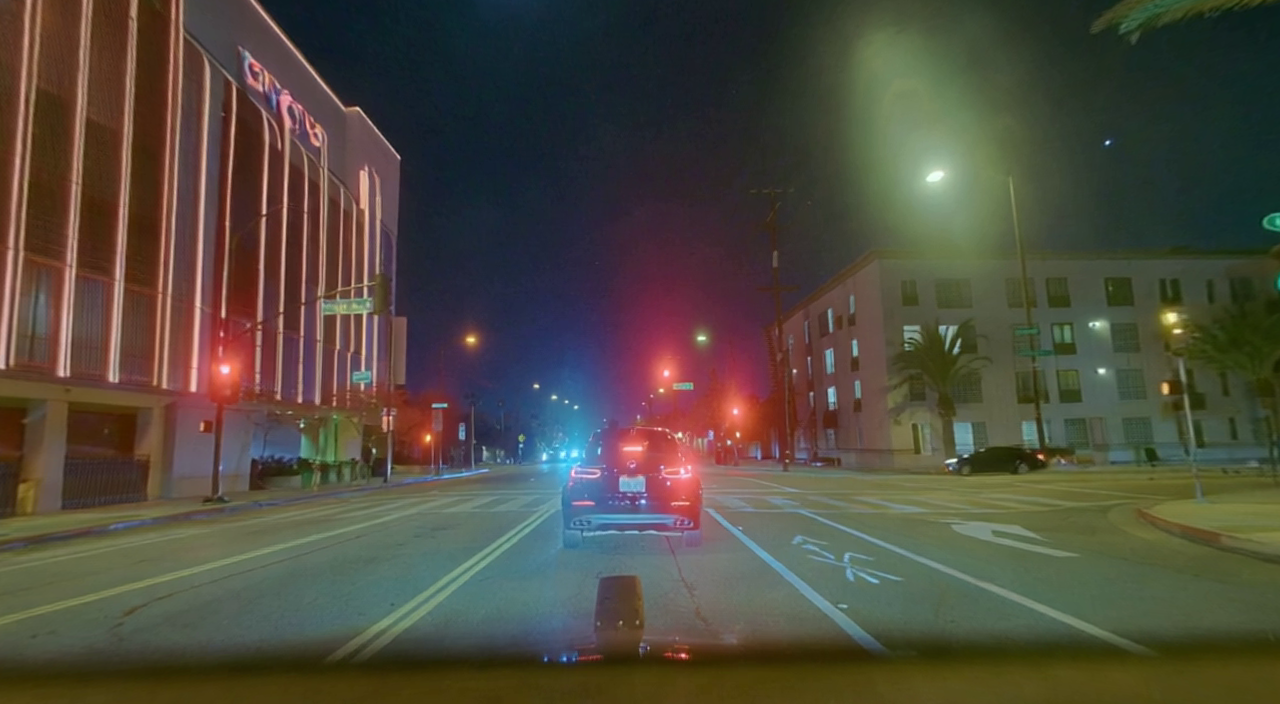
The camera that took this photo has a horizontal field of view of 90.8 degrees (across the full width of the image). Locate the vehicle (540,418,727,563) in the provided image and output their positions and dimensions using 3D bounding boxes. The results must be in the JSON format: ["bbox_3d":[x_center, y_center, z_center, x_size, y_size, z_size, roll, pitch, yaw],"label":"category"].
[{"bbox_3d":[-0.083,1.873,9.227,2.144,1.643,3.770,0,-8,0],"label":"vehicle"}]

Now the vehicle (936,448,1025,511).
[{"bbox_3d":[10.018,3.674,18.759,2.004,1.593,4.118,-4,-9,26],"label":"vehicle"}]

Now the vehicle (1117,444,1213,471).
[{"bbox_3d":[32.179,6.455,38.763,4.234,1.613,1.812,0,-8,-1],"label":"vehicle"}]
